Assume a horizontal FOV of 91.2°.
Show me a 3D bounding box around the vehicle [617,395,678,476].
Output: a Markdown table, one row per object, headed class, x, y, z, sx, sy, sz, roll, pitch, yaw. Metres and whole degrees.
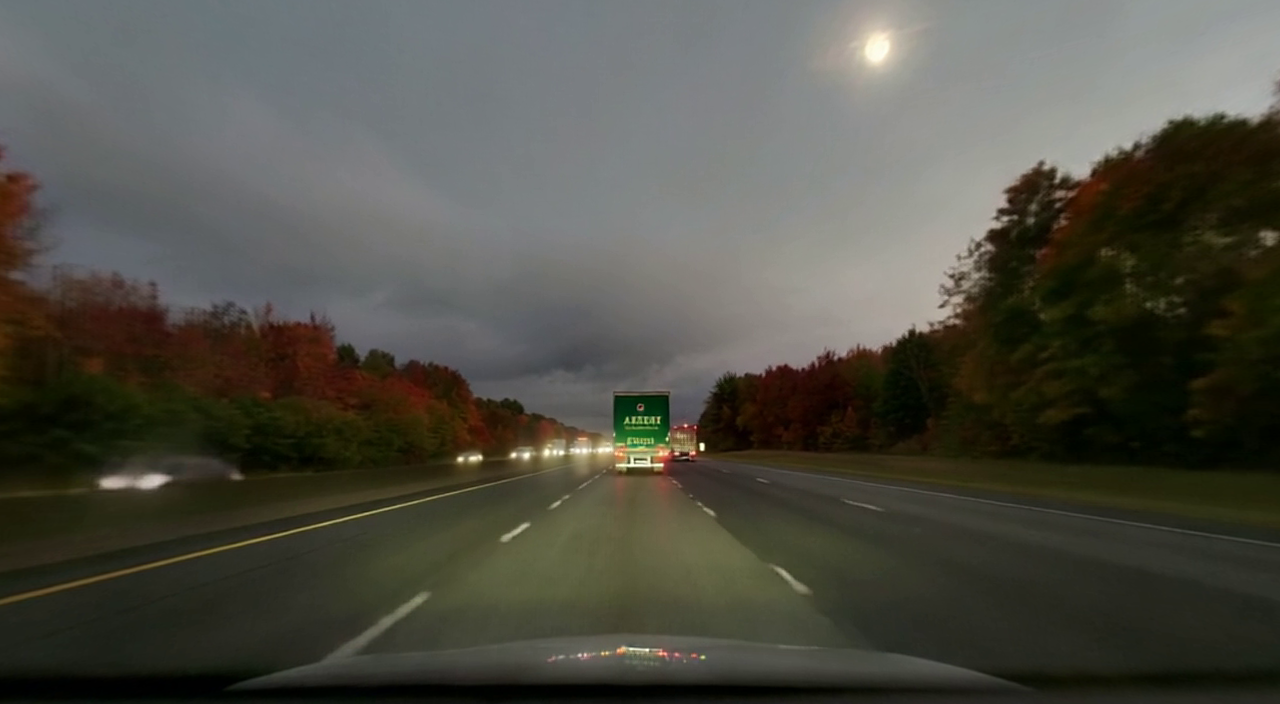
| class | x | y | z | sx | sy | sz | roll | pitch | yaw |
| --- | --- | --- | --- | --- | --- | --- | --- | --- | --- |
| vehicle | 0.342 | 5.031 | 37.174 | 3.057 | 4.073 | 10.792 | 0 | -9 | 0 |
